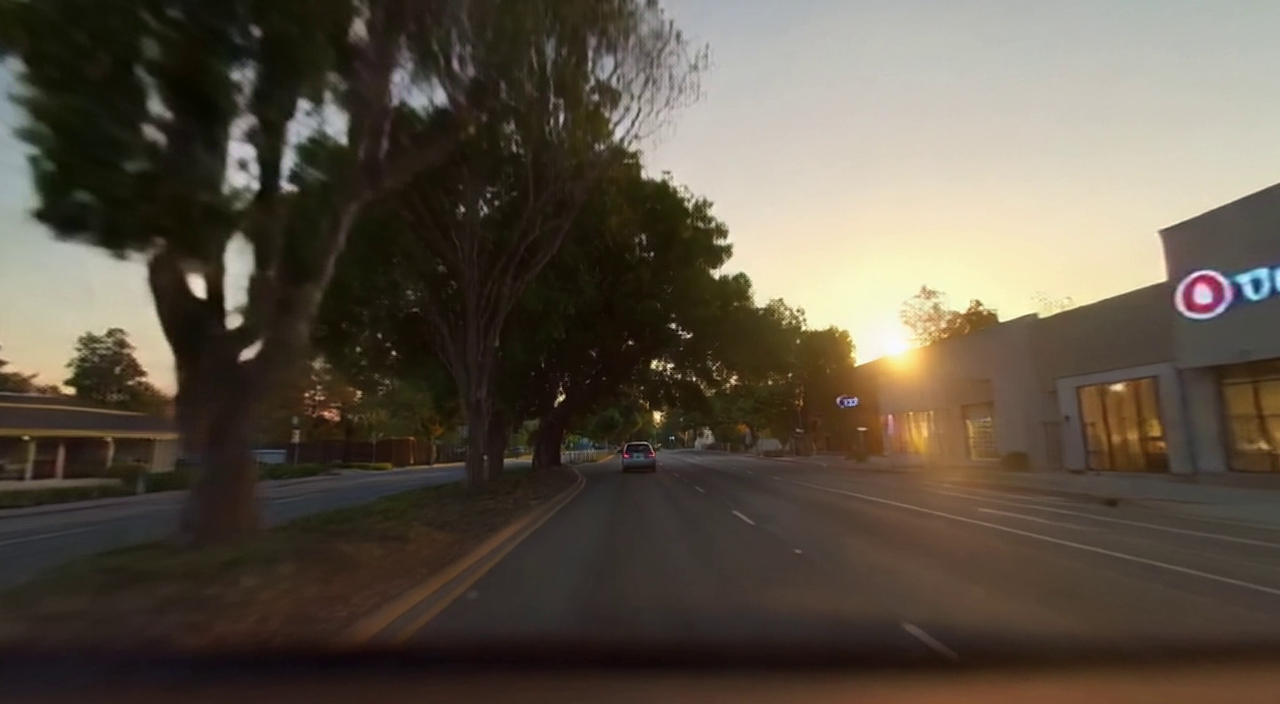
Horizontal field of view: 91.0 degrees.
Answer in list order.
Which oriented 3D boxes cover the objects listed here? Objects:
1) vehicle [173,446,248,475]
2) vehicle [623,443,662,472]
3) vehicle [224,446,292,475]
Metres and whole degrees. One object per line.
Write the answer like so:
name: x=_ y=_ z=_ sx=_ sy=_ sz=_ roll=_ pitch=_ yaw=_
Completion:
vehicle: x=-31.465 y=7.925 z=46.285 sx=2.155 sy=2.023 sz=5.077 roll=0 pitch=-9 yaw=-4
vehicle: x=0.067 y=5.691 z=34.034 sx=1.998 sy=1.452 sz=3.773 roll=0 pitch=-9 yaw=-2
vehicle: x=-28.179 y=7.973 z=46.641 sx=2.191 sy=1.947 sz=5.156 roll=1 pitch=-9 yaw=-5
